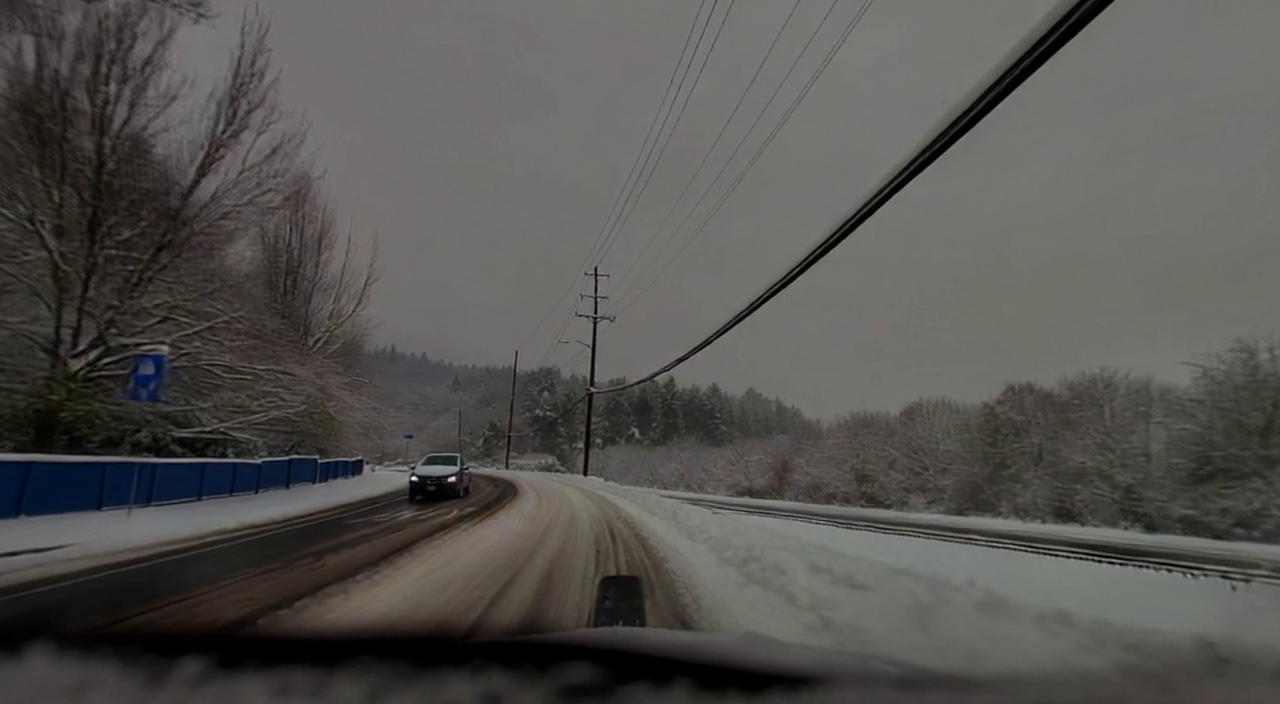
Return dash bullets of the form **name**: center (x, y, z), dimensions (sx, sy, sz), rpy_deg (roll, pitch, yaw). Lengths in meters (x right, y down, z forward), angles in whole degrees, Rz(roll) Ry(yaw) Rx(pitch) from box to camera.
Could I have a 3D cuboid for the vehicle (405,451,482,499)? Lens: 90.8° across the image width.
- **vehicle**: center (-6.875, 4.320, 22.624), dimensions (2.034, 1.479, 4.521), rpy_deg (1, -9, -10)
